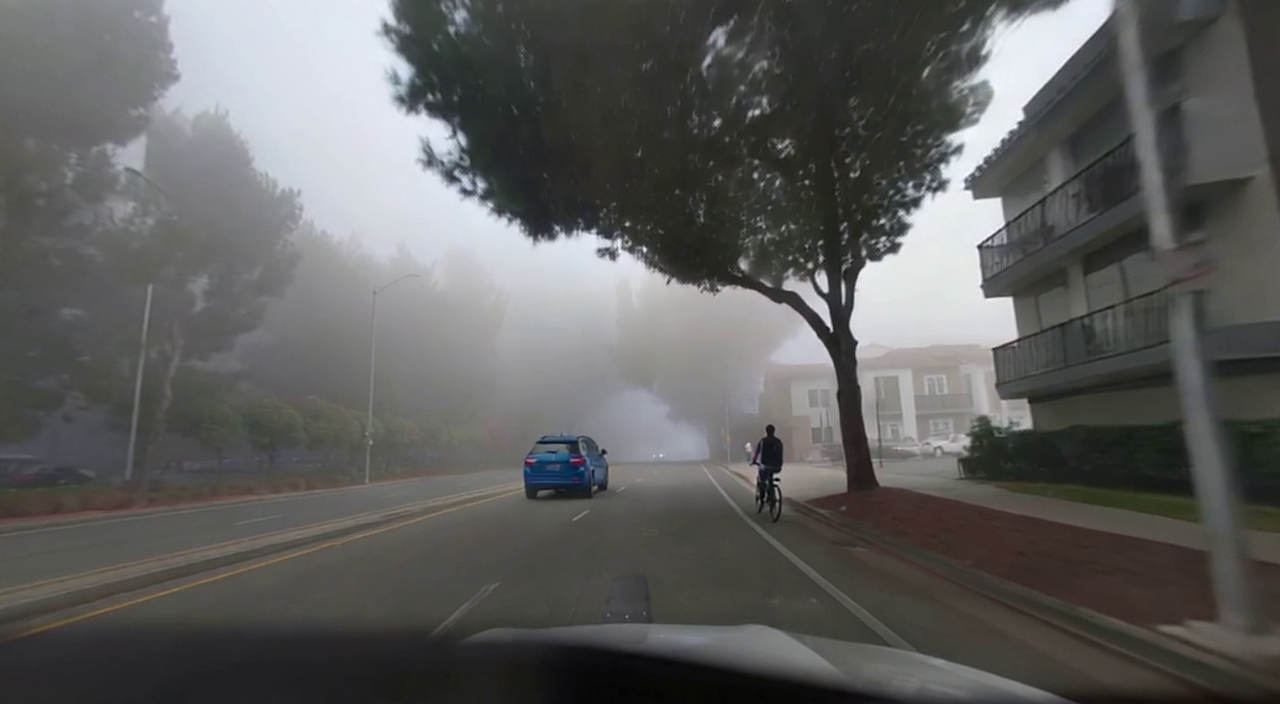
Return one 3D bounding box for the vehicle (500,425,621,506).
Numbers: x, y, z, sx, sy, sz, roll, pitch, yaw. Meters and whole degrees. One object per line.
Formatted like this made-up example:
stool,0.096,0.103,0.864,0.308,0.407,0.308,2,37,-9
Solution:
vehicle,-1.937,3.071,17.314,2.294,1.859,5.127,-1,-9,4
